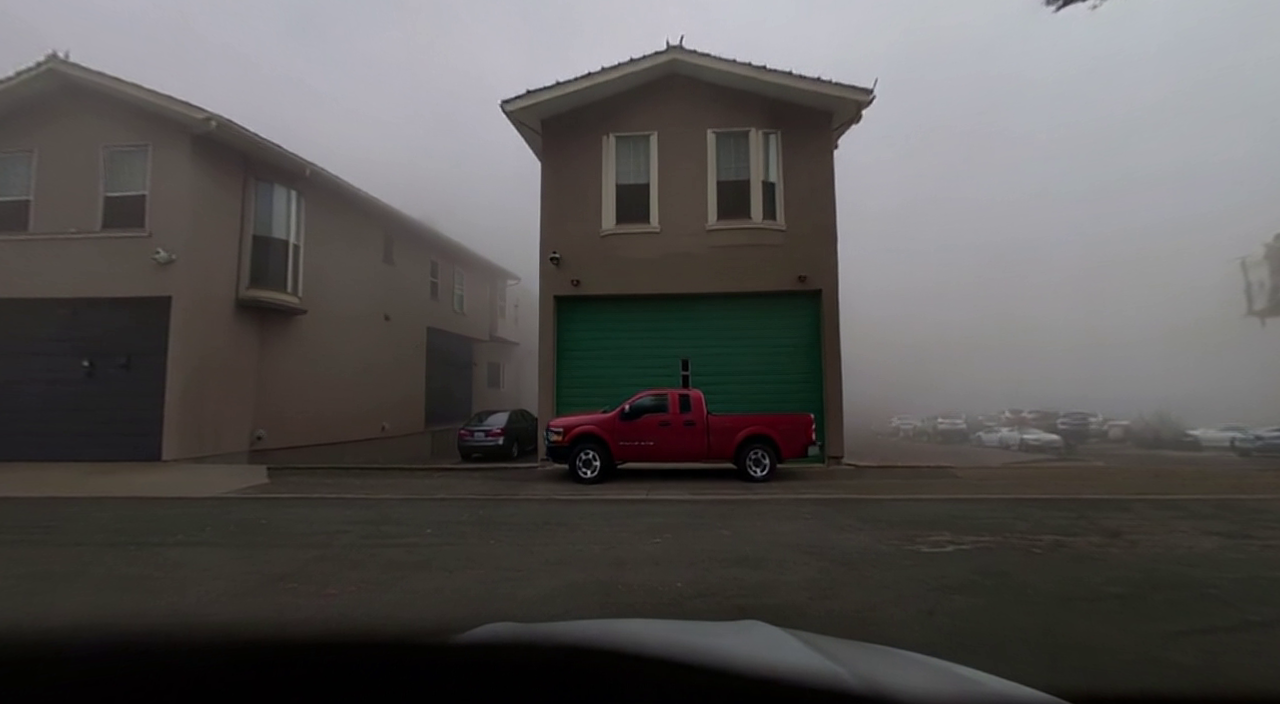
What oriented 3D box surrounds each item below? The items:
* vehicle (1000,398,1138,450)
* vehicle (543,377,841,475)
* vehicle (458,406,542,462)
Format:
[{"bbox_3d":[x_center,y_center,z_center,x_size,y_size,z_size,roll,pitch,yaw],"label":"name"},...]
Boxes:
[{"bbox_3d":[15.851,2.711,23.464,3.770,1.496,1.951,5,-9,2],"label":"vehicle"},{"bbox_3d":[0.989,1.542,13.046,5.600,1.835,2.161,0,-8,1],"label":"vehicle"},{"bbox_3d":[-4.627,2.705,21.453,1.869,1.460,3.826,-4,-2,1],"label":"vehicle"}]
